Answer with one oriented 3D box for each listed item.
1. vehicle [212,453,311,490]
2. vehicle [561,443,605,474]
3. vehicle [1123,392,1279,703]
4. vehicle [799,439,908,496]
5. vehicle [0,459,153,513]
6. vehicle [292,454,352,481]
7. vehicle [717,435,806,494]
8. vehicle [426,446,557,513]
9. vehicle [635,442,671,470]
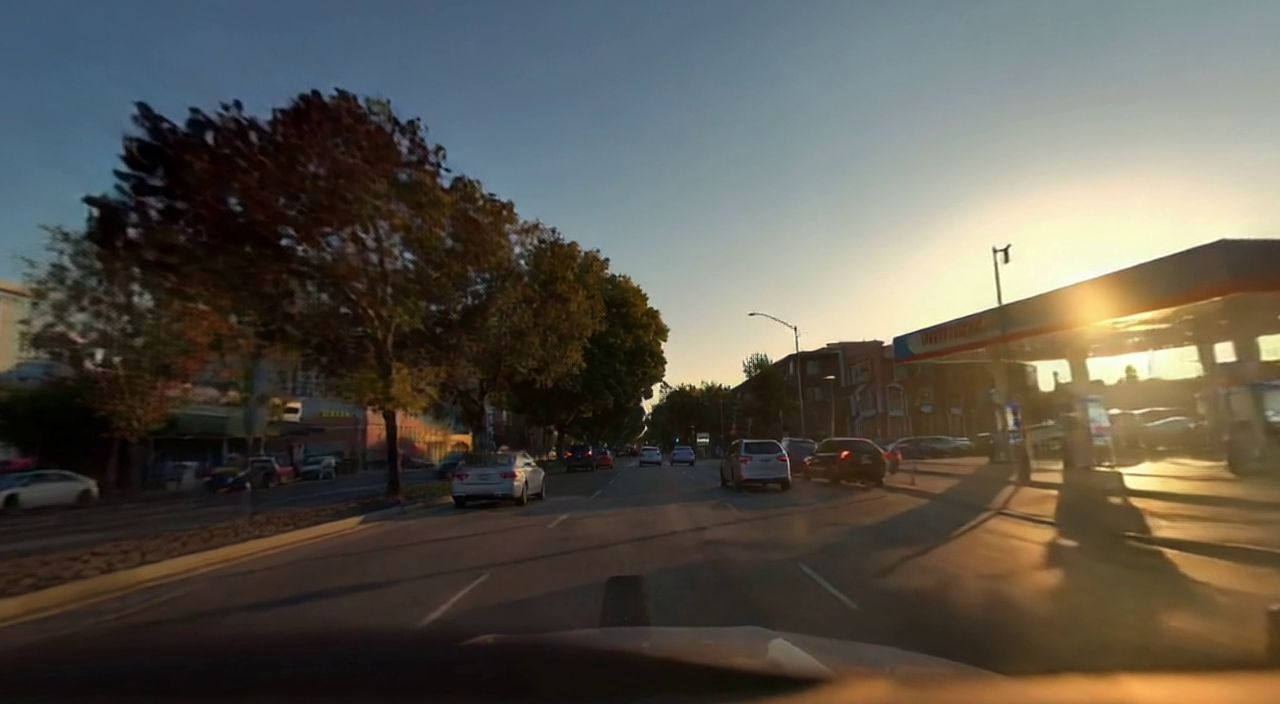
[{"bbox_3d":[-18.570,5.850,31.204,1.947,1.616,4.638,0,-8,1],"label":"vehicle"},{"bbox_3d":[-3.188,6.029,35.966,1.988,1.645,3.995,0,-8,2],"label":"vehicle"},{"bbox_3d":[3.179,0.654,0.559,1.919,1.502,4.572,0,-8,1],"label":"vehicle"},{"bbox_3d":[7.171,3.937,21.857,2.417,1.736,5.043,-1,-9,5],"label":"vehicle"},{"bbox_3d":[-19.158,4.379,21.061,1.890,1.472,4.769,0,-8,1],"label":"vehicle"},{"bbox_3d":[-21.832,7.912,43.422,1.821,1.645,4.211,0,-8,1],"label":"vehicle"},{"bbox_3d":[3.830,3.631,20.805,1.980,1.709,4.813,0,-8,0],"label":"vehicle"},{"bbox_3d":[-3.361,2.973,15.251,2.013,1.354,4.393,0,-8,1],"label":"vehicle"},{"bbox_3d":[0.815,6.660,40.555,2.192,1.674,4.124,0,-8,1],"label":"vehicle"}]
